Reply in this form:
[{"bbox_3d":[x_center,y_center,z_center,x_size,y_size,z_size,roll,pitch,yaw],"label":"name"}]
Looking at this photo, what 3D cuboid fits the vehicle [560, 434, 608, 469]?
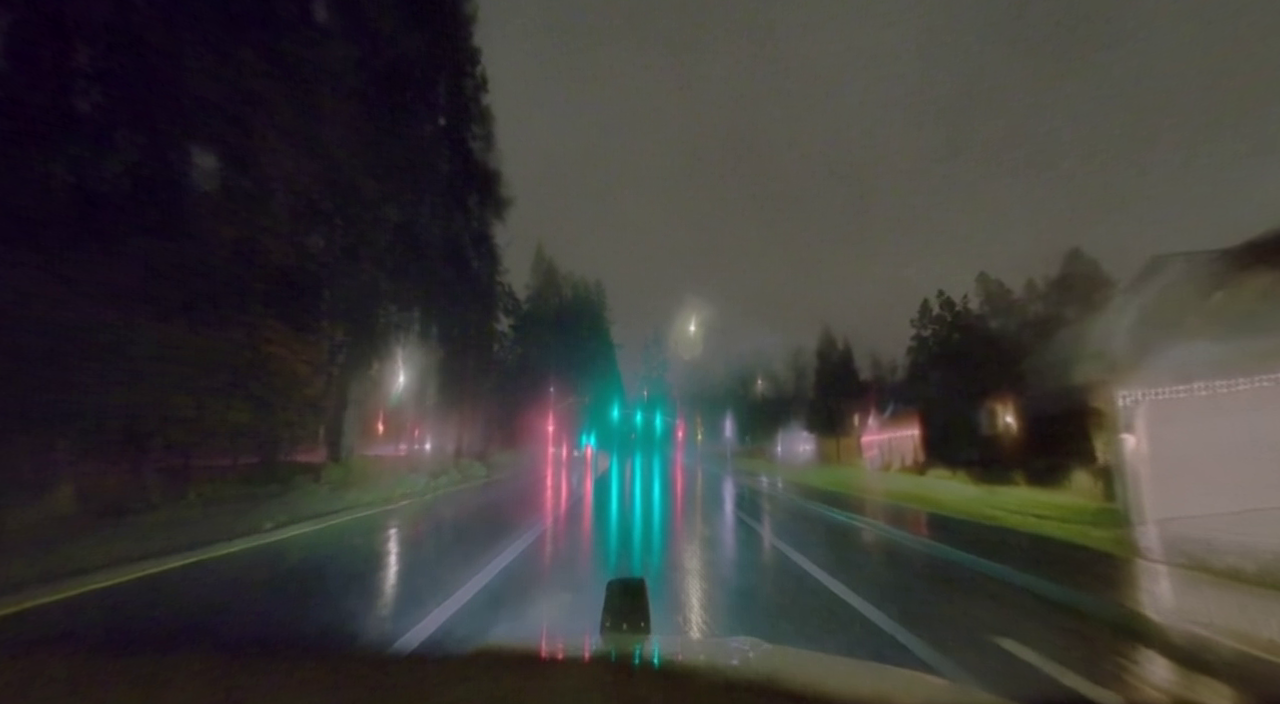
[{"bbox_3d":[-2.833,5.146,32.820,2.016,1.694,4.335,0,-8,1],"label":"vehicle"}]
